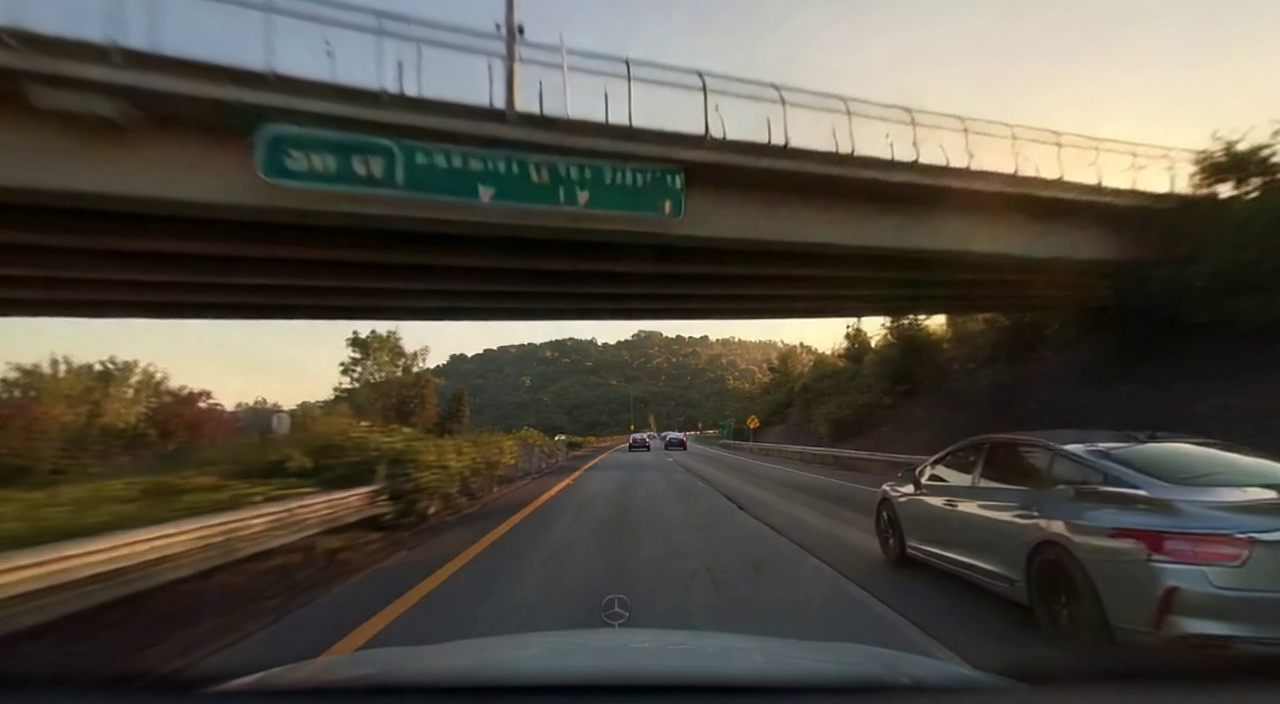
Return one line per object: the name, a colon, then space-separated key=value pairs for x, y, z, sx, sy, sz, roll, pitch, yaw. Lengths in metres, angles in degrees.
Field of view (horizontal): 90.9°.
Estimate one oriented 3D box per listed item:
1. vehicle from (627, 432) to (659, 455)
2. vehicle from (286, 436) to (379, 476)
vehicle: x=0.137 y=6.105 z=42.268 sx=1.981 sy=1.490 sz=3.449 roll=0 pitch=-8 yaw=-3
vehicle: x=-12.702 y=4.298 z=26.314 sx=1.832 sy=1.512 sz=4.087 roll=0 pitch=-8 yaw=0
